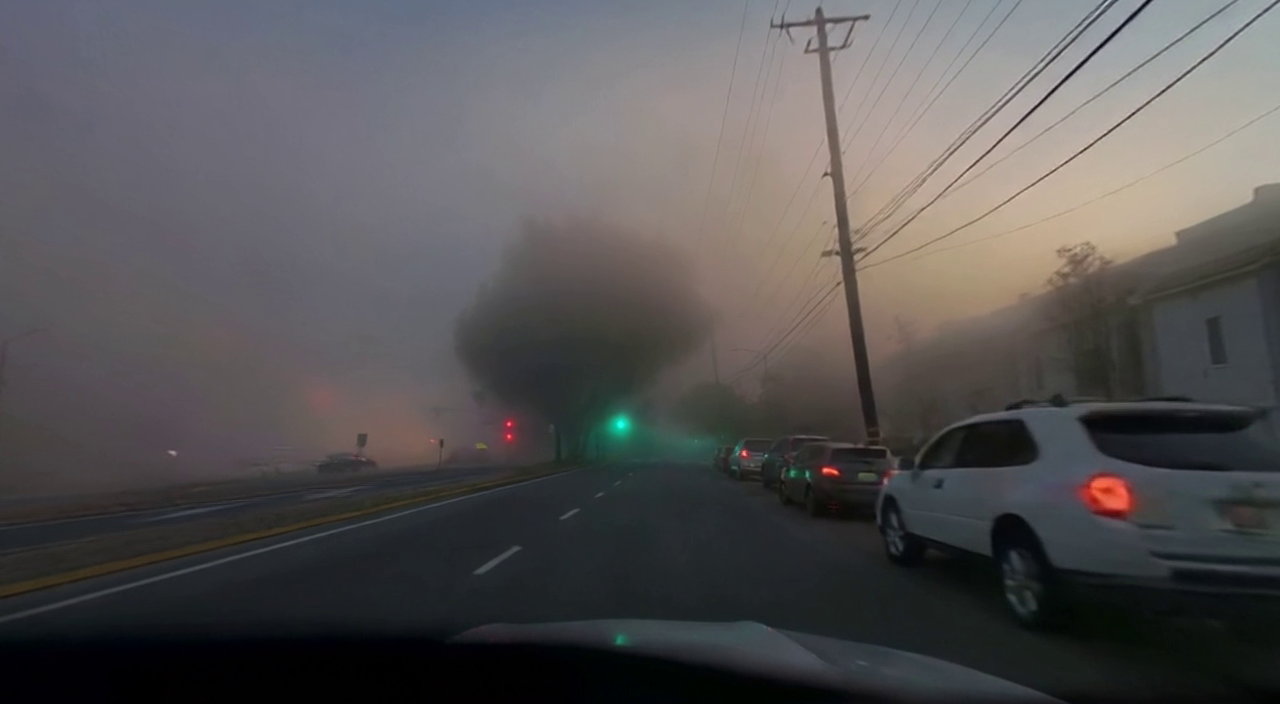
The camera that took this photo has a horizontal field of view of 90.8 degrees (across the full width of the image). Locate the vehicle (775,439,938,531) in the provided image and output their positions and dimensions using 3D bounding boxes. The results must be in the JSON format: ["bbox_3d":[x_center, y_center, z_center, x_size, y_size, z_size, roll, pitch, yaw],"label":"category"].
[{"bbox_3d":[4.152,2.600,13.066,1.925,1.505,4.895,0,-9,4],"label":"vehicle"}]

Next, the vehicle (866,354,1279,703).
[{"bbox_3d":[3.987,1.277,5.404,2.359,1.817,4.985,0,-9,1],"label":"vehicle"}]
